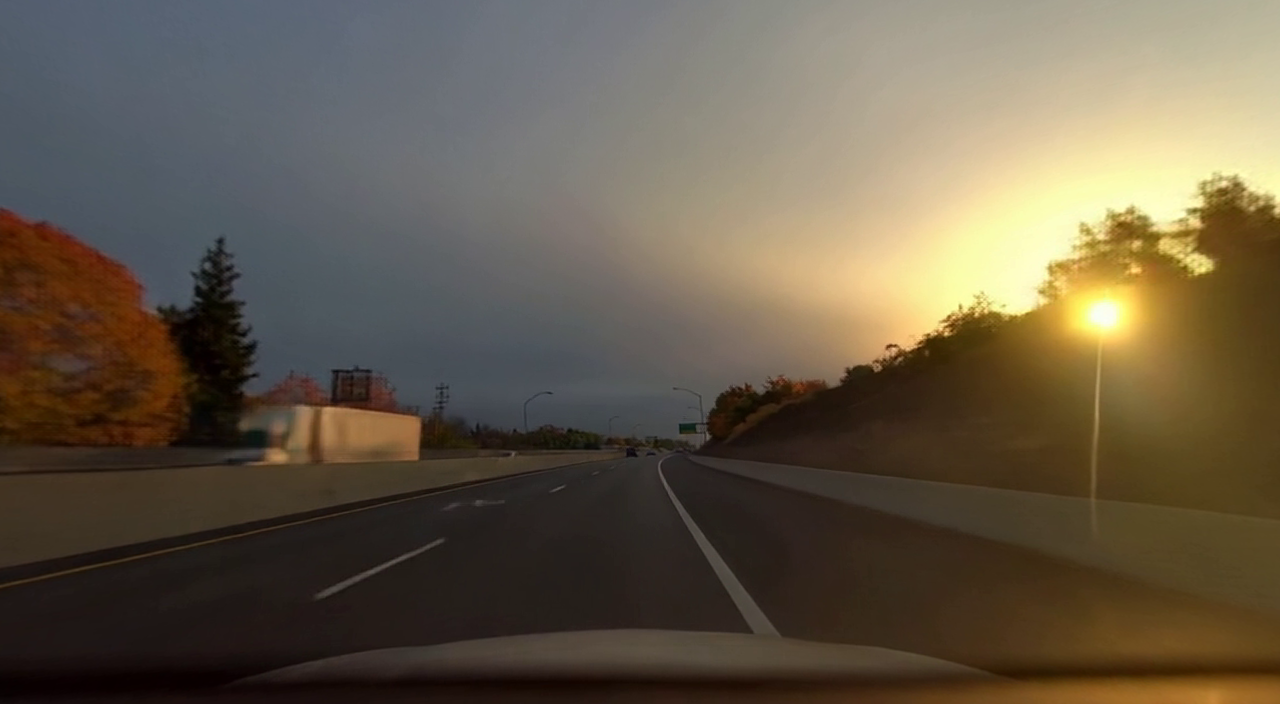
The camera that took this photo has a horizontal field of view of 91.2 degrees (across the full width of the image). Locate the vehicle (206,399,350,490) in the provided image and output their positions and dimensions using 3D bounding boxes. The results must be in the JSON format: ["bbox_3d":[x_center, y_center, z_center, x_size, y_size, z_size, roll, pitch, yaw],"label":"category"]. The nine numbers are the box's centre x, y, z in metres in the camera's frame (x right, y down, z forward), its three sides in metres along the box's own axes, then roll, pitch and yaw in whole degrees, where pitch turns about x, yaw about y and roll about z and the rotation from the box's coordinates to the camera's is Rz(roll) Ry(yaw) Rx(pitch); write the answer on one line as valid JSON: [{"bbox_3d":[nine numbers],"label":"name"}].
[{"bbox_3d":[-18.018,4.715,31.884,3.013,4.047,6.923,0,-9,0],"label":"vehicle"}]
